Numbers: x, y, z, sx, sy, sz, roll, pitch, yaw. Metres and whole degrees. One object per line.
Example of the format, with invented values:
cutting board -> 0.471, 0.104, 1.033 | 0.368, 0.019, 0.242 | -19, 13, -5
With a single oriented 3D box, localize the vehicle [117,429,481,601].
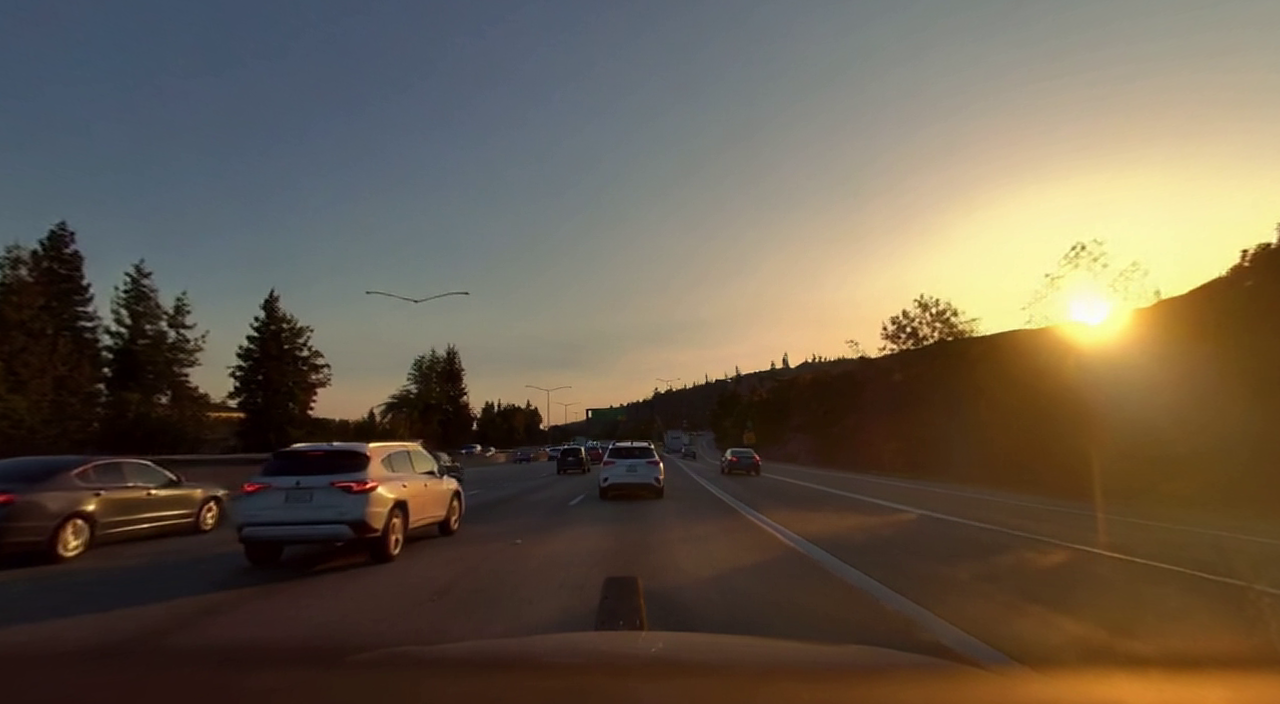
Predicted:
vehicle -> -3.582, 1.773, 7.806 | 2.011, 1.498, 4.341 | 0, -9, 1

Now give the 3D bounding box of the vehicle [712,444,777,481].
vehicle -> 4.518, 4.832, 27.940 | 2.006, 1.474, 4.669 | 0, -9, -1

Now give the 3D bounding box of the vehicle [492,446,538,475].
vehicle -> -7.443, 6.457, 37.839 | 1.931, 1.617, 4.060 | 0, -9, 0

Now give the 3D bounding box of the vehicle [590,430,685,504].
vehicle -> -0.051, 3.032, 17.004 | 2.223, 1.722, 4.177 | 0, -9, 0

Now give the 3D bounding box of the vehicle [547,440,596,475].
vehicle -> -3.648, 5.742, 34.500 | 2.142, 1.808, 4.266 | 0, -9, 1

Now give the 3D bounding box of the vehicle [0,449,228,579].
vehicle -> -7.946, 2.019, 8.513 | 1.948, 1.391, 4.111 | 0, -9, 0
